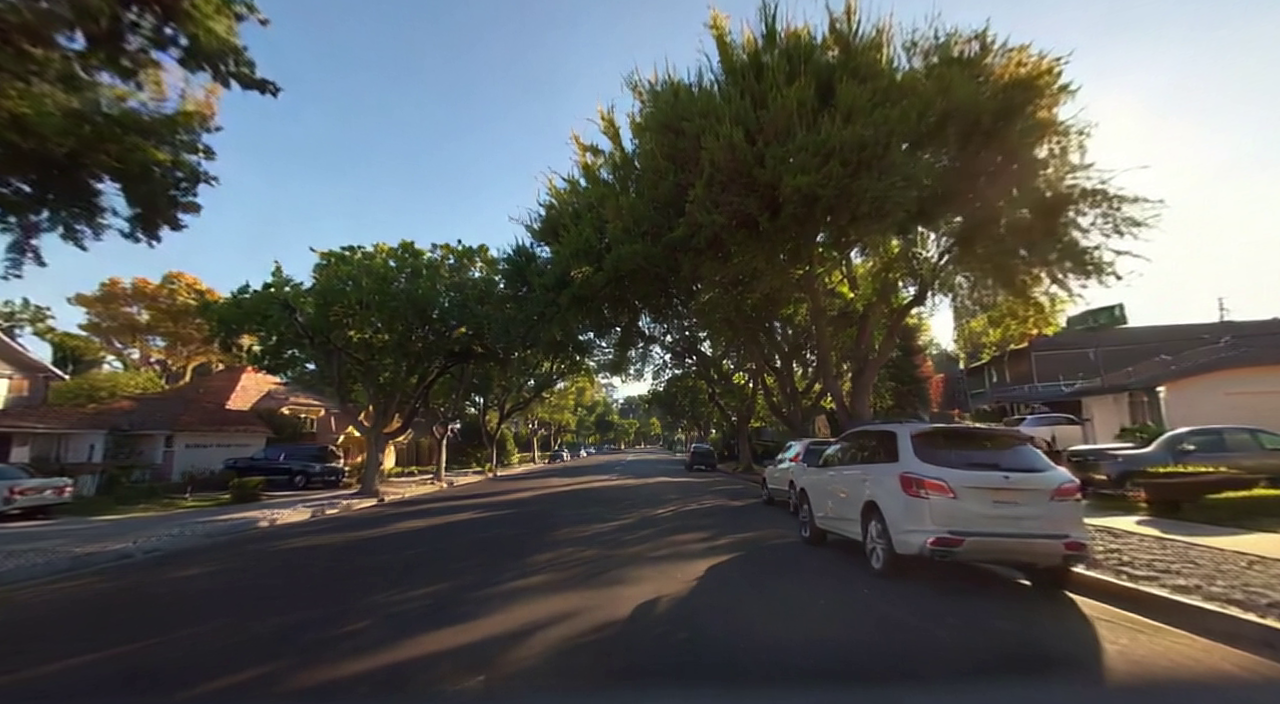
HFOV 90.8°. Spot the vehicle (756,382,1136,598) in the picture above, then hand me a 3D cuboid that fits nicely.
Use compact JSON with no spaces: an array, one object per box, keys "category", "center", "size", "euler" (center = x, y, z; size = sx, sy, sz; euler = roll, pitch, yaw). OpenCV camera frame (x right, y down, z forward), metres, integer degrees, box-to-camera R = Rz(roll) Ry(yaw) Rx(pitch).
[{"category":"vehicle","center":[3.160,1.572,8.139],"size":[2.241,1.875,5.059],"euler":[0,-8,-1]}]

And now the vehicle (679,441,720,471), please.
[{"category":"vehicle","center":[3.282,5.811,35.610],"size":[2.016,1.567,4.228],"euler":[0,-8,1]}]

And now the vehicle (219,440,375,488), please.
[{"category":"vehicle","center":[-13.298,4.355,24.749],"size":[4.928,1.797,1.981],"euler":[0,-8,2]}]

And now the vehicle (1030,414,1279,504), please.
[{"category":"vehicle","center":[10.448,1.955,11.688],"size":[5.041,1.486,1.969],"euler":[-2,-9,14]}]
